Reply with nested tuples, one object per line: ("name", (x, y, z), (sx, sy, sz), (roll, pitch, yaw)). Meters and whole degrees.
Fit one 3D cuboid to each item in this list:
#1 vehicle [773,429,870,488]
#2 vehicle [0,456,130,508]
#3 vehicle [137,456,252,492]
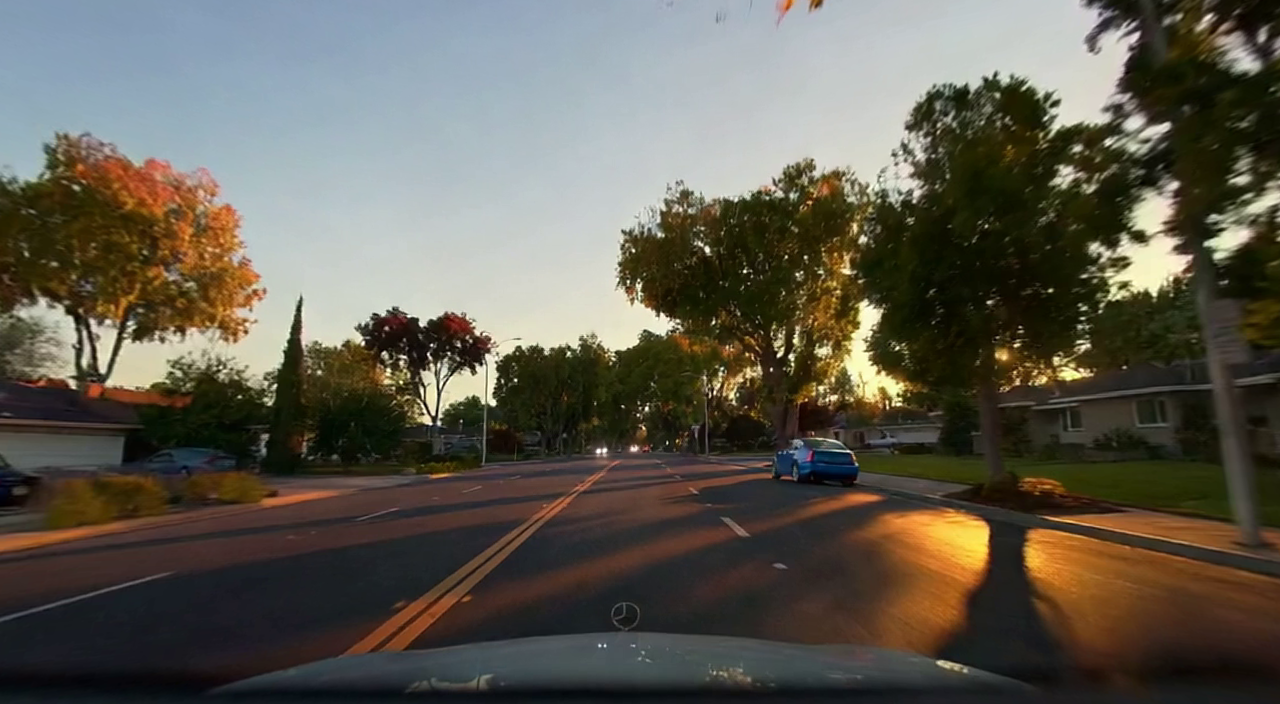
("vehicle", (6.462, 3.865, 23.131), (2.116, 1.844, 4.792), (2, -9, -1))
("vehicle", (-18.238, 3.869, 18.972), (4.209, 1.420, 1.865), (0, -9, 2))
("vehicle", (-21.600, 5.922, 30.754), (4.222, 1.596, 1.968), (-2, -8, 6))
